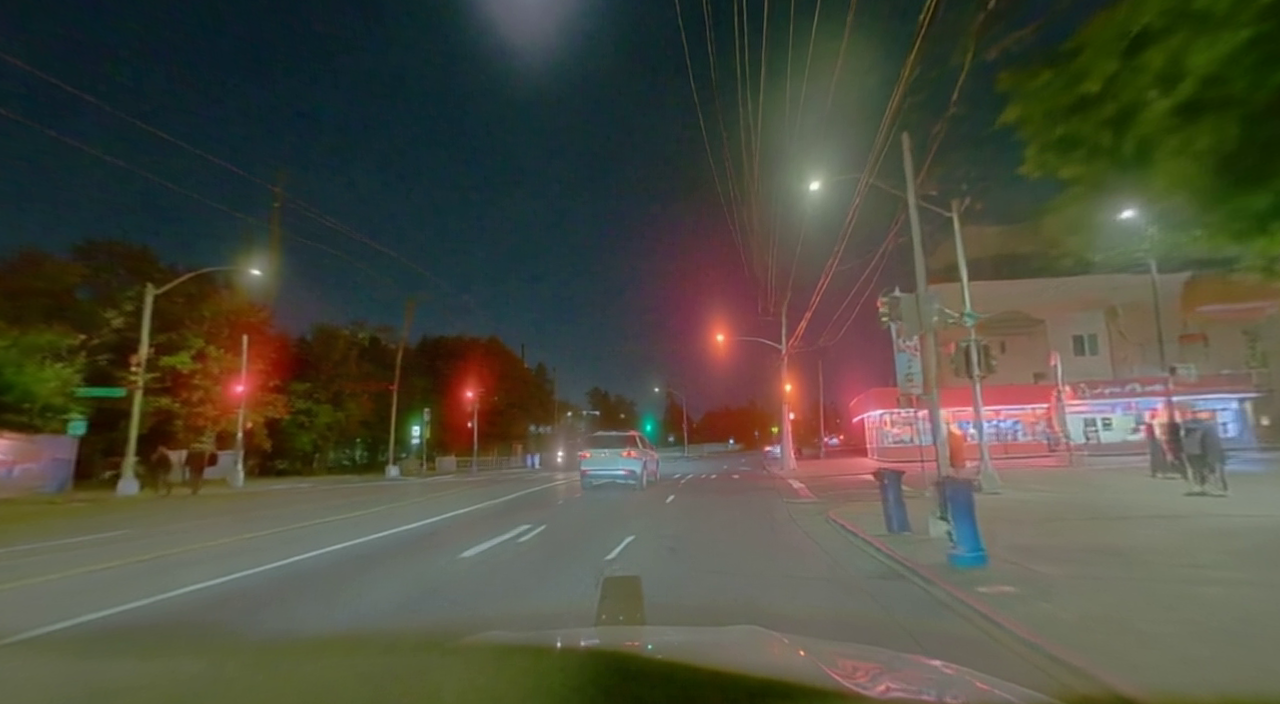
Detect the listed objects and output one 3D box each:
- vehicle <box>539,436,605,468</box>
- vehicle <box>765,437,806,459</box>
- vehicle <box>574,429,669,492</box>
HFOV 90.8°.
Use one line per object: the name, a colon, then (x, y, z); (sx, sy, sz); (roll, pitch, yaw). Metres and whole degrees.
vehicle: (-3.788, 5.678, 36.064); (2.017, 1.684, 4.483); (-3, -9, 19)
vehicle: (10.246, 6.705, 44.258); (2.006, 1.470, 4.099); (-4, -9, 25)
vehicle: (-0.423, 3.311, 19.632); (2.101, 1.721, 4.364); (-1, -9, 10)
